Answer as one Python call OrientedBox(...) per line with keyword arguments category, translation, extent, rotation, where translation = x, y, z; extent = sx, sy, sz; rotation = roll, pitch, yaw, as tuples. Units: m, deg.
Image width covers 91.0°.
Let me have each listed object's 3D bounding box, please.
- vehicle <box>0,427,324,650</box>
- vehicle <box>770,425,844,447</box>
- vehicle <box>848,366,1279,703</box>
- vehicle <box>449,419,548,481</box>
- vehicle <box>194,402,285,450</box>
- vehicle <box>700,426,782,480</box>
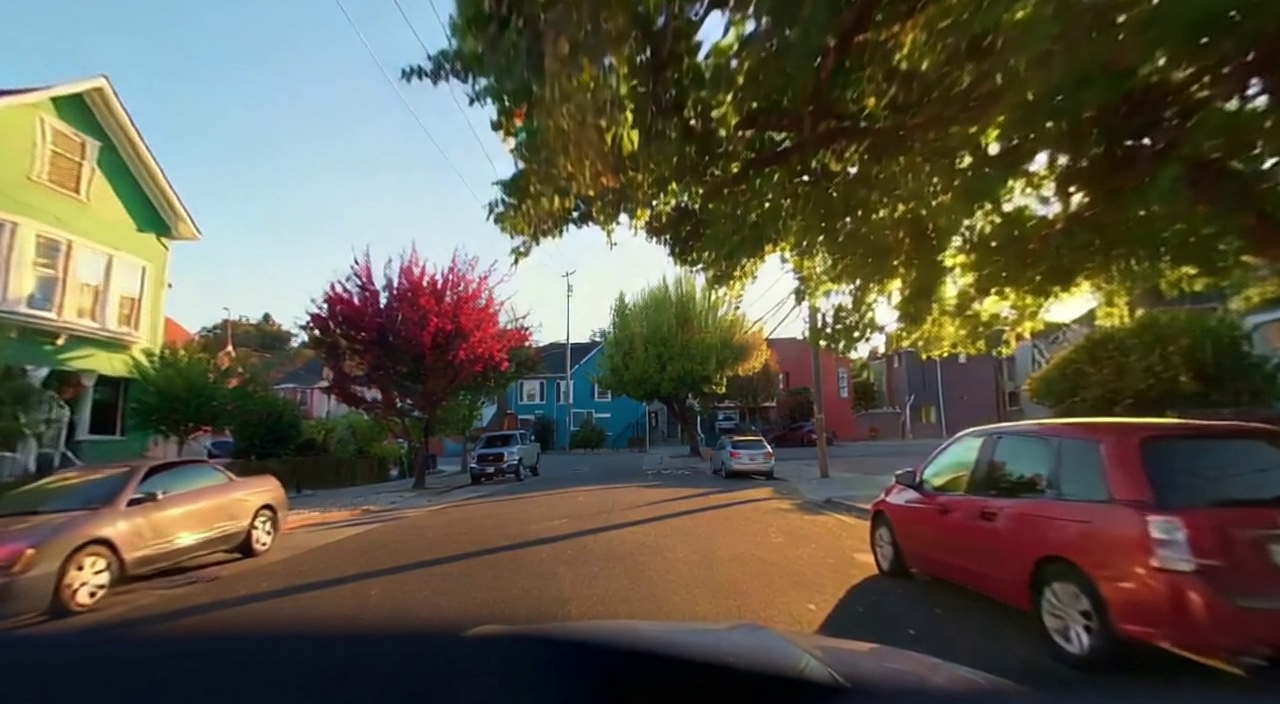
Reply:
OrientedBox(category="vehicle", translation=(-5.382, 1.604, 6.644), extent=(1.849, 1.560, 4.227), rotation=(0, -8, 0))
OrientedBox(category="vehicle", translation=(11.536, 5.850, 43.741), extent=(4.644, 1.482, 1.997), rotation=(0, -8, 2))
OrientedBox(category="vehicle", translation=(3.528, 1.224, 5.105), extent=(2.070, 1.728, 4.358), rotation=(1, -8, -2))
OrientedBox(category="vehicle", translation=(-5.260, 3.770, 24.605), extent=(2.480, 2.084, 6.353), rotation=(0, -8, -1))
OrientedBox(category="vehicle", translation=(-30.748, 5.605, 48.667), extent=(2.473, 2.922, 6.719), rotation=(0, 0, 4))
OrientedBox(category="vehicle", translation=(3.642, 3.737, 23.681), extent=(2.109, 1.811, 4.886), rotation=(1, -8, -2))
